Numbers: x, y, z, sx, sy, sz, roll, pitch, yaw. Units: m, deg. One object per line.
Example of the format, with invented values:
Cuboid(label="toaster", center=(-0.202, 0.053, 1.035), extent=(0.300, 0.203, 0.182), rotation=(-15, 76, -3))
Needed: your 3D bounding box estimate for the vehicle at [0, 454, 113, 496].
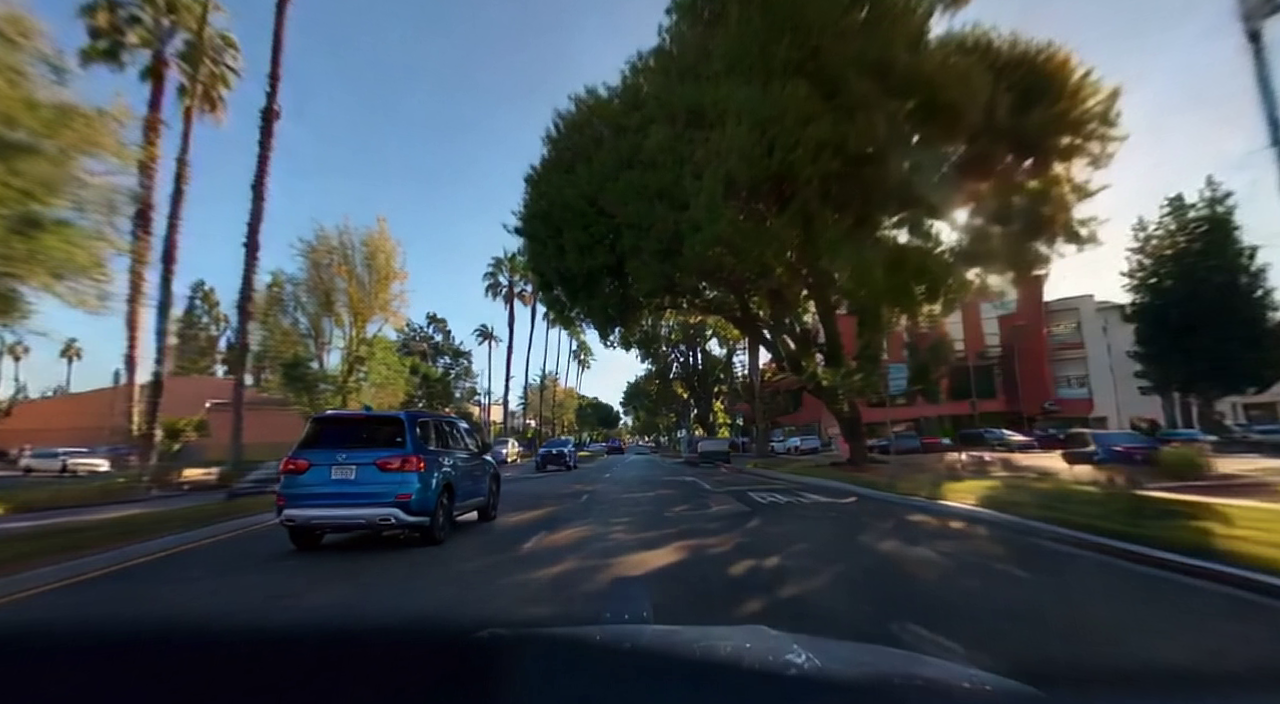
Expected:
Cuboid(label="vehicle", center=(-25.586, 5.228, 26.980), extent=(4.238, 1.584, 1.949), rotation=(3, -9, -28))

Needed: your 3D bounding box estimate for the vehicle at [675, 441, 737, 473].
Cuboid(label="vehicle", center=(3.256, 5.283, 31.952), extent=(1.919, 1.472, 4.470), rotation=(1, -9, -10))

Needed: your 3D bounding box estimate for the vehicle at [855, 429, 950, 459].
Cuboid(label="vehicle", center=(15.352, 5.412, 36.997), extent=(4.705, 1.630, 1.887), rotation=(-8, -11, 41))

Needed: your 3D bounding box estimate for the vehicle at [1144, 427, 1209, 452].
Cuboid(label="vehicle", center=(36.774, 6.010, 43.336), extent=(1.982, 1.611, 4.314), rotation=(-4, -9, 21))

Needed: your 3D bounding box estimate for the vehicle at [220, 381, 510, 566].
Cuboid(label="vehicle", center=(-3.449, 1.644, 9.162), extent=(2.152, 1.987, 4.527), rotation=(0, -9, 0))

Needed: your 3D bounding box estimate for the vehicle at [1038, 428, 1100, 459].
Cuboid(label="vehicle", center=(26.831, 5.762, 39.555), extent=(1.993, 1.806, 4.813), rotation=(-3, -9, 20))
